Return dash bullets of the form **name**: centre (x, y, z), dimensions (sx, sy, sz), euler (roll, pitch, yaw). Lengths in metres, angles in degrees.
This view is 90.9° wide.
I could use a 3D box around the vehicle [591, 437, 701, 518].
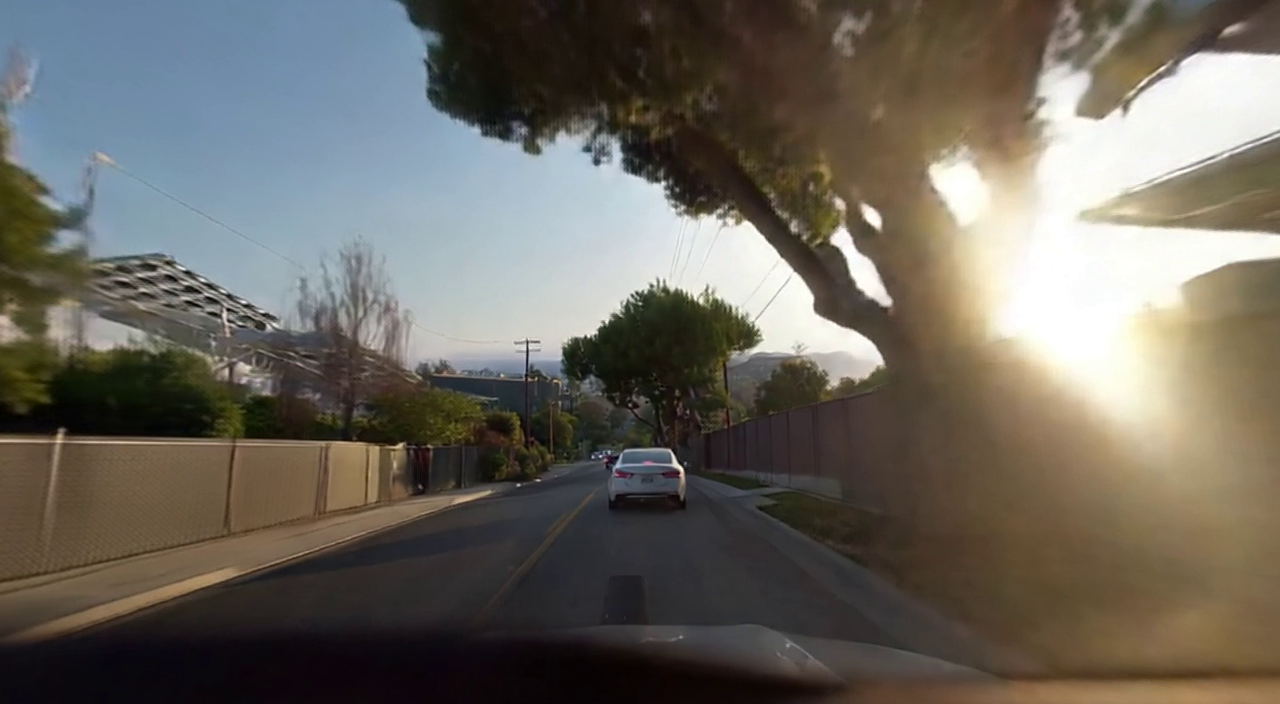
- **vehicle**: centre (0.094, 2.650, 13.900), dimensions (2.060, 1.487, 3.920), euler (0, -8, -1)
